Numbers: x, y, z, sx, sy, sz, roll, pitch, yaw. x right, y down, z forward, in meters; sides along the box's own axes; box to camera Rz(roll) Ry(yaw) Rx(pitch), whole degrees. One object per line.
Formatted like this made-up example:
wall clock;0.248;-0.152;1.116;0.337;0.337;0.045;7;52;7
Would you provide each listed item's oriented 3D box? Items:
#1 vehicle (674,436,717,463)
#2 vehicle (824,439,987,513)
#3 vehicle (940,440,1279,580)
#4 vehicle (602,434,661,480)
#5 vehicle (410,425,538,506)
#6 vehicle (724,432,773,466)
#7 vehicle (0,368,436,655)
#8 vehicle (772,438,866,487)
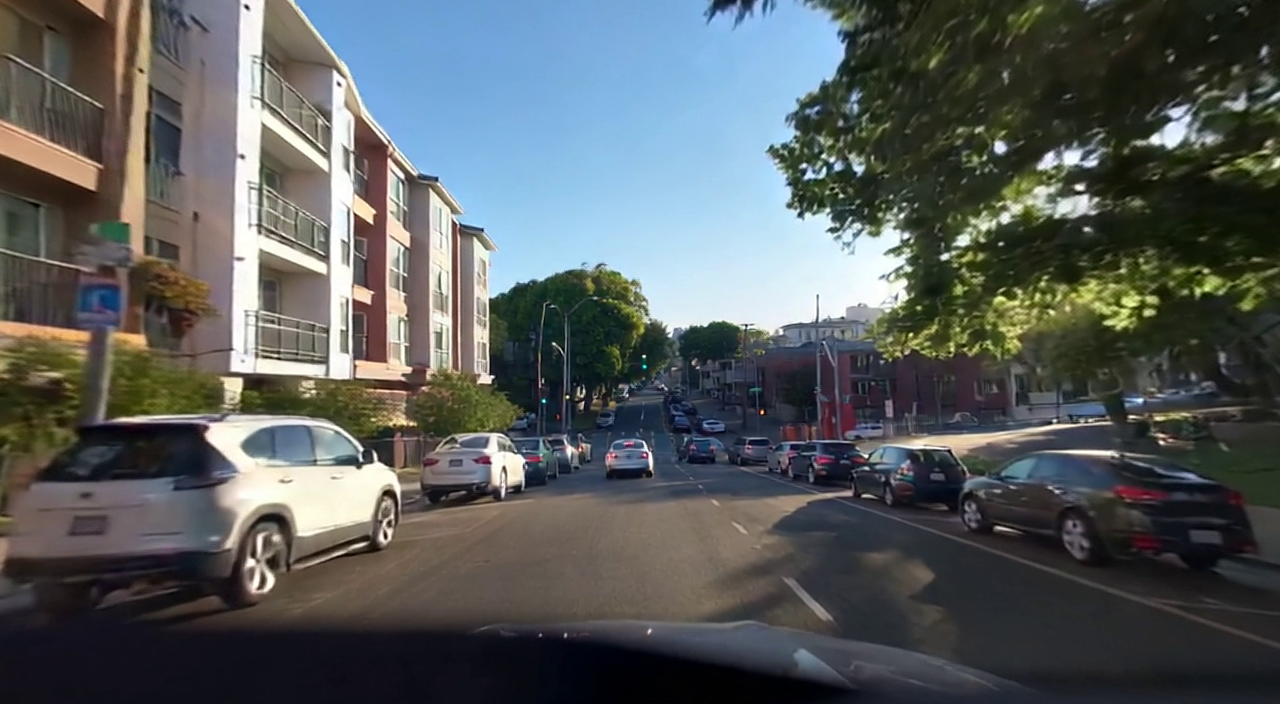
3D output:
vehicle;3.119;5.601;36.268;2.055;1.450;4.676;0;-8;0
vehicle;6.174;2.911;15.389;1.980;1.518;4.526;0;-8;0
vehicle;6.157;2.010;8.884;1.814;1.490;4.109;0;-9;0
vehicle;-0.291;3.718;22.558;1.923;1.460;3.923;0;-8;-1
vehicle;-3.710;2.604;14.819;1.831;1.650;3.852;0;-8;2
vehicle;6.029;5.441;35.516;1.999;1.752;4.502;0;-8;0
vehicle;-3.668;1.291;6.079;1.975;1.759;4.250;0;-8;0
vehicle;6.045;3.775;21.831;1.938;1.487;4.371;0;-8;0
